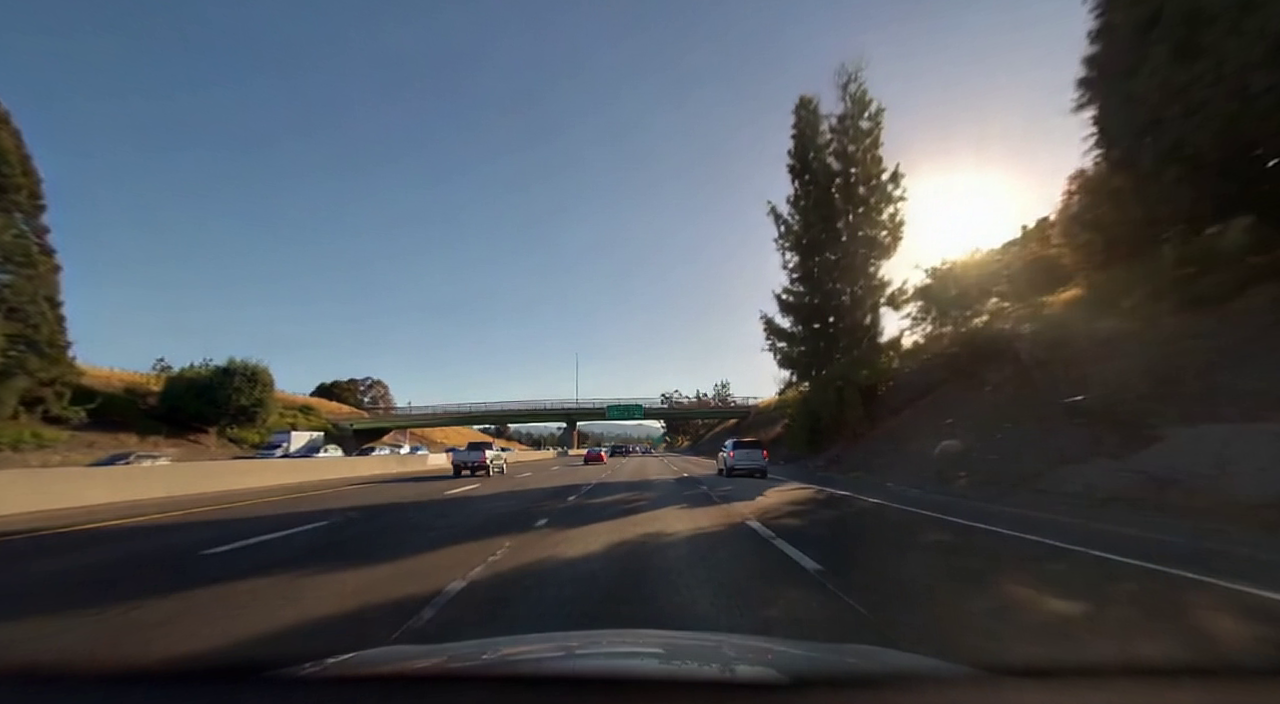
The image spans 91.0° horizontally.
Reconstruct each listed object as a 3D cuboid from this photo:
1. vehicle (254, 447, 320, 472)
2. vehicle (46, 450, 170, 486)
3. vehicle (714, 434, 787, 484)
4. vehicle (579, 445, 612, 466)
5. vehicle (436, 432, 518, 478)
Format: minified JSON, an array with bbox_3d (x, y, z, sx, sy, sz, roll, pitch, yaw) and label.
[{"bbox_3d":[-25.276,7.690,45.317,1.980,1.634,4.800,0,-9,0],"label":"vehicle"},{"bbox_3d":[-24.807,5.384,29.626,1.892,1.545,4.448,0,-9,0],"label":"vehicle"},{"bbox_3d":[4.124,4.081,24.281,1.990,1.735,4.276,0,-9,0],"label":"vehicle"},{"bbox_3d":[-3.301,7.825,47.664,2.067,1.528,4.551,0,-9,1],"label":"vehicle"},{"bbox_3d":[-7.614,4.916,30.186,2.341,1.959,5.684,0,-9,1],"label":"vehicle"}]
